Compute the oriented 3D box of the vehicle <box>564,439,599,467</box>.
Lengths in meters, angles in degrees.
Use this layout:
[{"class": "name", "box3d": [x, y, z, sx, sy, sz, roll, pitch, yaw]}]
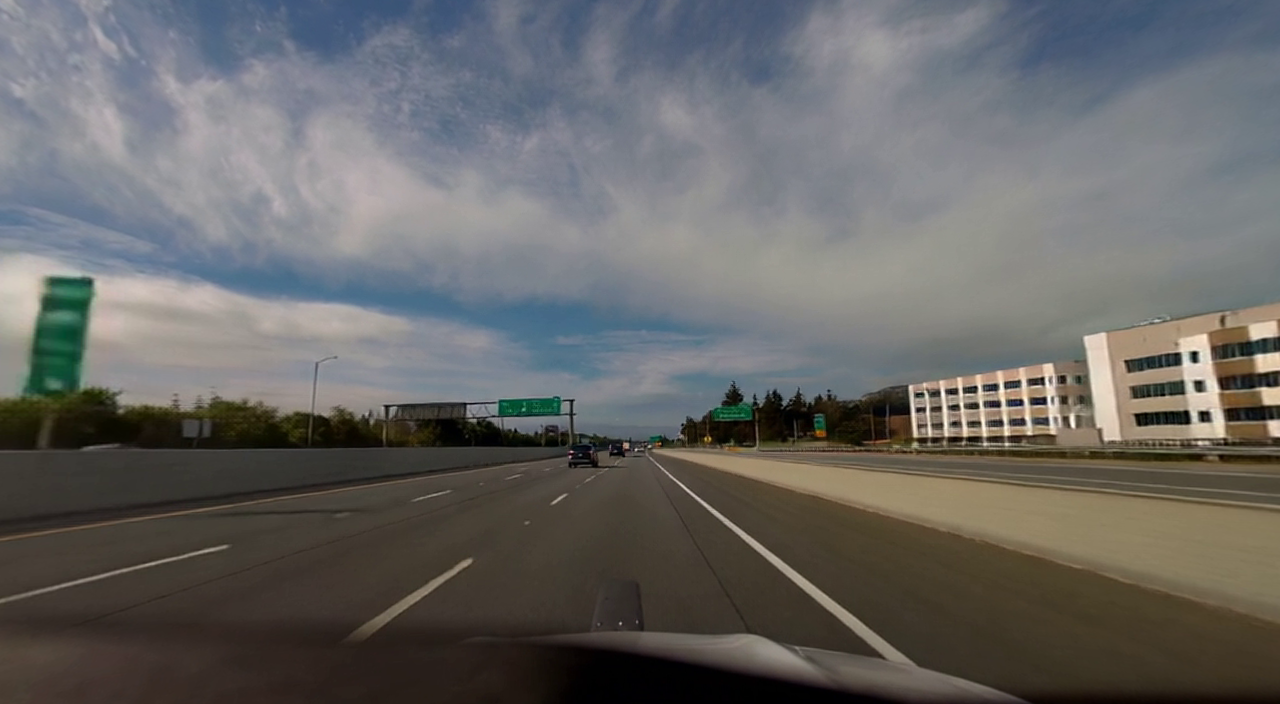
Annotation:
[{"class": "vehicle", "box3d": [-3.966, 6.897, 43.200, 2.047, 1.786, 4.217, 0, -8, -1]}]
